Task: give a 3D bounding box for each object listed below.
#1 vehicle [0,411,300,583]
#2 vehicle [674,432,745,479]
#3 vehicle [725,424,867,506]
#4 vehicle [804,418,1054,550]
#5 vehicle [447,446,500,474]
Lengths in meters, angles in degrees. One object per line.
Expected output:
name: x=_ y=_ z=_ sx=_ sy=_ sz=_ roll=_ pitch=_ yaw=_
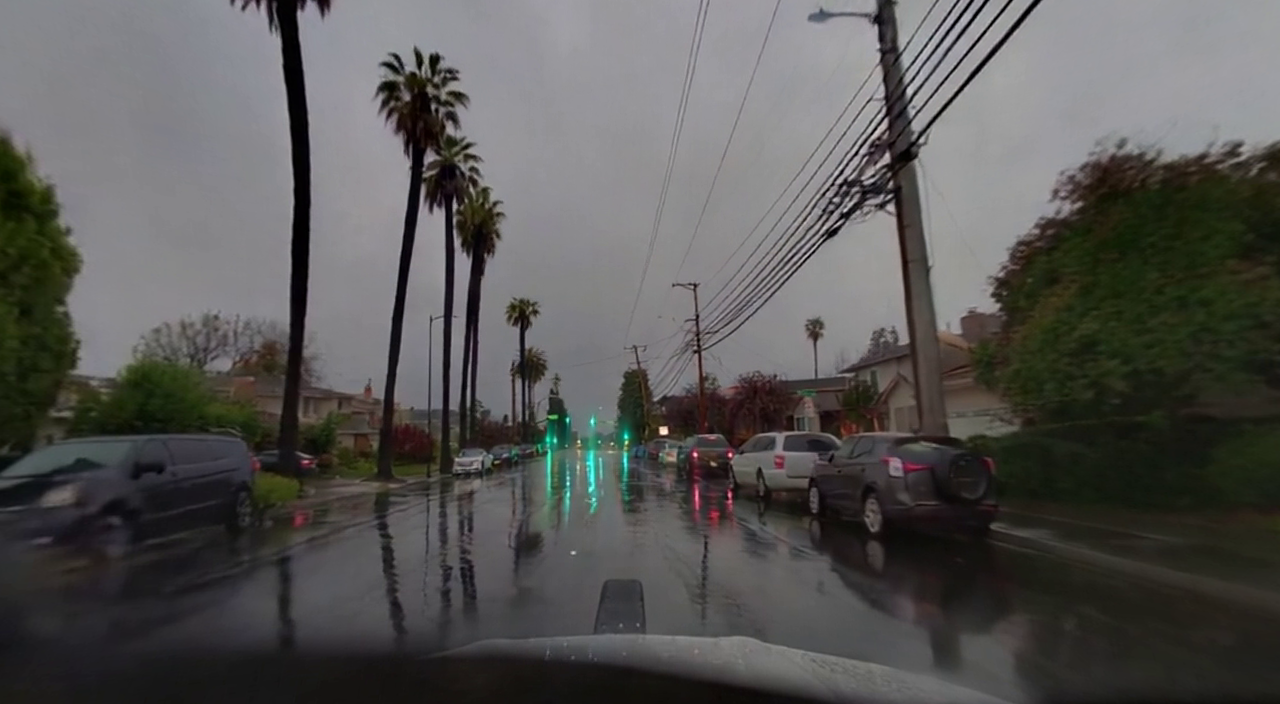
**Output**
vehicle: x=-7.963 y=2.055 z=10.114 sx=2.300 sy=1.943 sz=5.744 roll=1 pitch=-8 yaw=-5
vehicle: x=2.863 y=4.395 z=27.257 sx=2.115 sy=1.826 sz=4.871 roll=1 pitch=-8 yaw=-5
vehicle: x=3.712 y=2.772 z=16.052 sx=1.922 sy=1.761 sz=4.633 roll=1 pitch=-8 yaw=-7
vehicle: x=4.268 y=1.988 z=10.290 sx=1.894 sy=1.675 sz=4.294 roll=0 pitch=-8 yaw=-2
vehicle: x=-9.684 y=6.267 z=37.071 sx=2.013 sy=1.483 sz=4.645 roll=0 pitch=-8 yaw=-3
